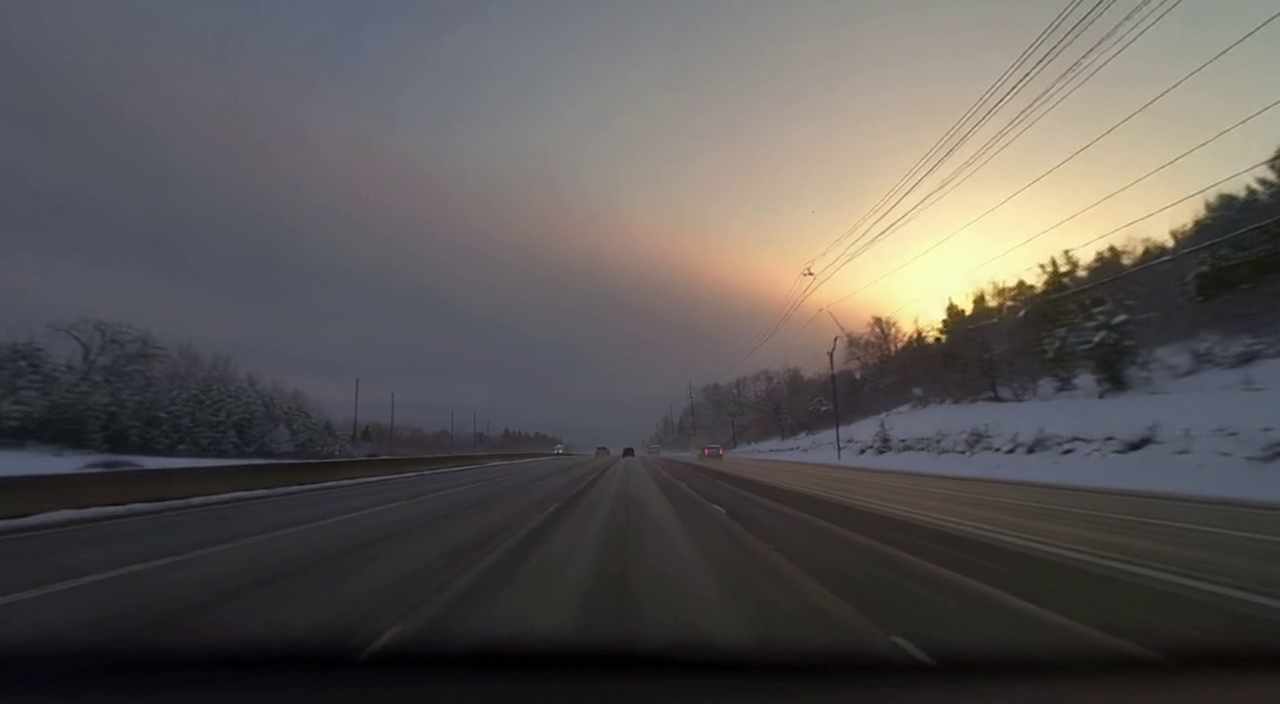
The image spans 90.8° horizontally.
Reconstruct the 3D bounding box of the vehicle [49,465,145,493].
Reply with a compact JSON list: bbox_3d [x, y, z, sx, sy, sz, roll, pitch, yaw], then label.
[{"bbox_3d":[-32.815,7.661,38.355,1.889,1.485,4.477,0,-8,-1],"label":"vehicle"}]
